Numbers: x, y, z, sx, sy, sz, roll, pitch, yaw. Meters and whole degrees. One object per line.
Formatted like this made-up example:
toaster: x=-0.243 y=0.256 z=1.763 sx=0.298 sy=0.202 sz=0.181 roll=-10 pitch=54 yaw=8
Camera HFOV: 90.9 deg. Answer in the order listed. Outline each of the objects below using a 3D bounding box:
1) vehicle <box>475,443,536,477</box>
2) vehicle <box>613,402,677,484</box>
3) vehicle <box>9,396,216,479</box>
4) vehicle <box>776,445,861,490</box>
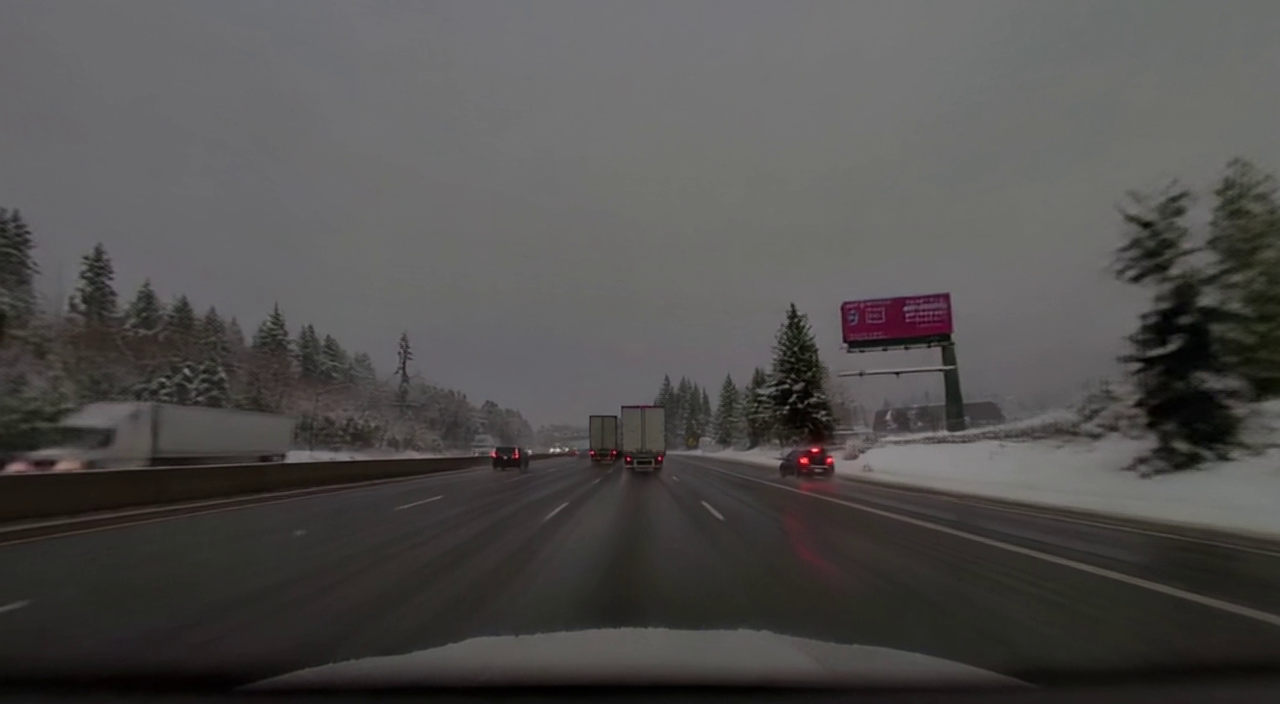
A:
vehicle: x=-6.726 y=5.430 z=31.978 sx=1.992 sy=1.547 sz=4.673 roll=0 pitch=-8 yaw=1
vehicle: x=0.174 y=5.103 z=36.967 sx=3.054 sy=3.944 sz=11.230 roll=-2 pitch=-6 yaw=-1
vehicle: x=-25.435 y=4.243 z=31.205 sx=3.022 sy=3.551 sz=8.023 roll=-1 pitch=-8 yaw=2
vehicle: x=6.819 y=4.424 z=24.583 sx=1.969 sy=1.560 sz=4.394 roll=0 pitch=-8 yaw=-1
